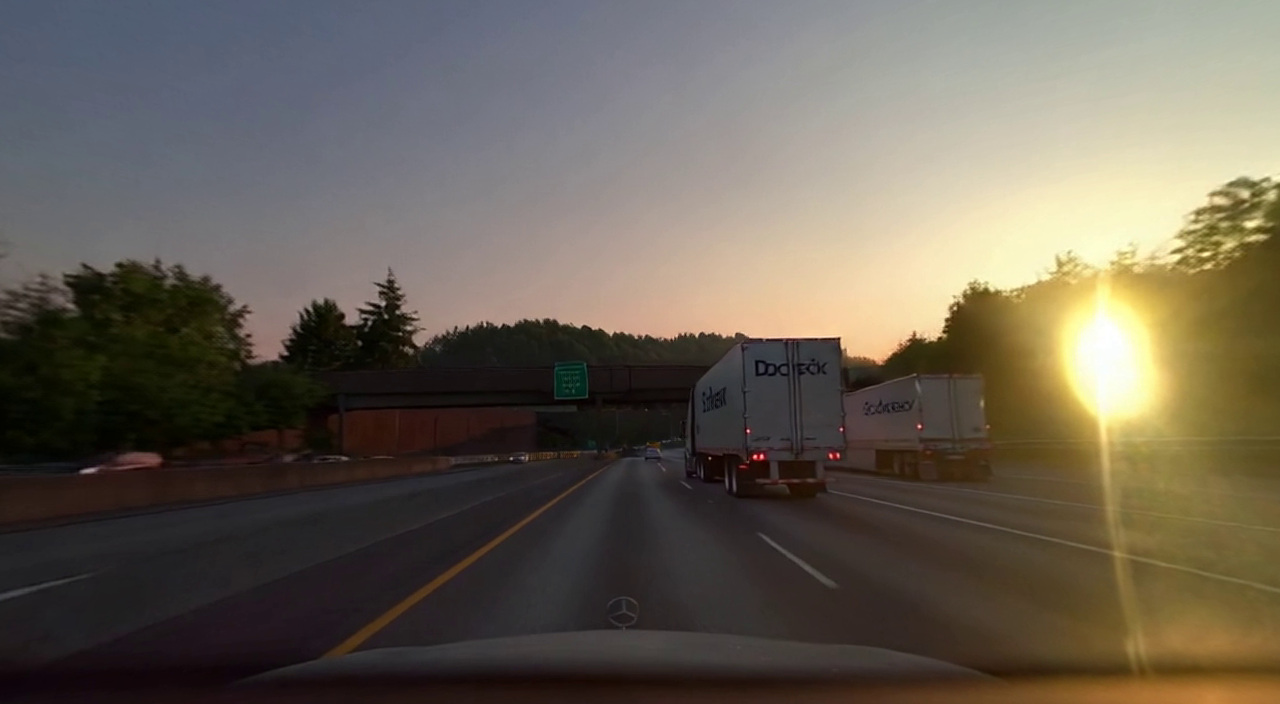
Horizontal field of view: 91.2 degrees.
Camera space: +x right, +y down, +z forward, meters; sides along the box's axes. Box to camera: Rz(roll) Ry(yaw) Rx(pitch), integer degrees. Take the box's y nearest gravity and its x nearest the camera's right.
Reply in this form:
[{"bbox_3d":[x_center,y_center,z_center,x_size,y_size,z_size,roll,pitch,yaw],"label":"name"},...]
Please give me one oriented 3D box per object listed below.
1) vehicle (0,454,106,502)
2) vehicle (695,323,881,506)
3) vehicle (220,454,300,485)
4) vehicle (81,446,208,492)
[{"bbox_3d":[-27.457,5.626,28.262,2.059,1.950,4.866,-1,-9,7],"label":"vehicle"},{"bbox_3d":[3.633,2.070,18.500,3.025,4.010,9.542,0,-9,0],"label":"vehicle"},{"bbox_3d":[-21.827,6.746,36.245,1.882,1.581,4.199,-1,-9,2],"label":"vehicle"},{"bbox_3d":[-29.981,7.060,38.286,2.205,2.500,6.257,-1,-9,5],"label":"vehicle"}]
